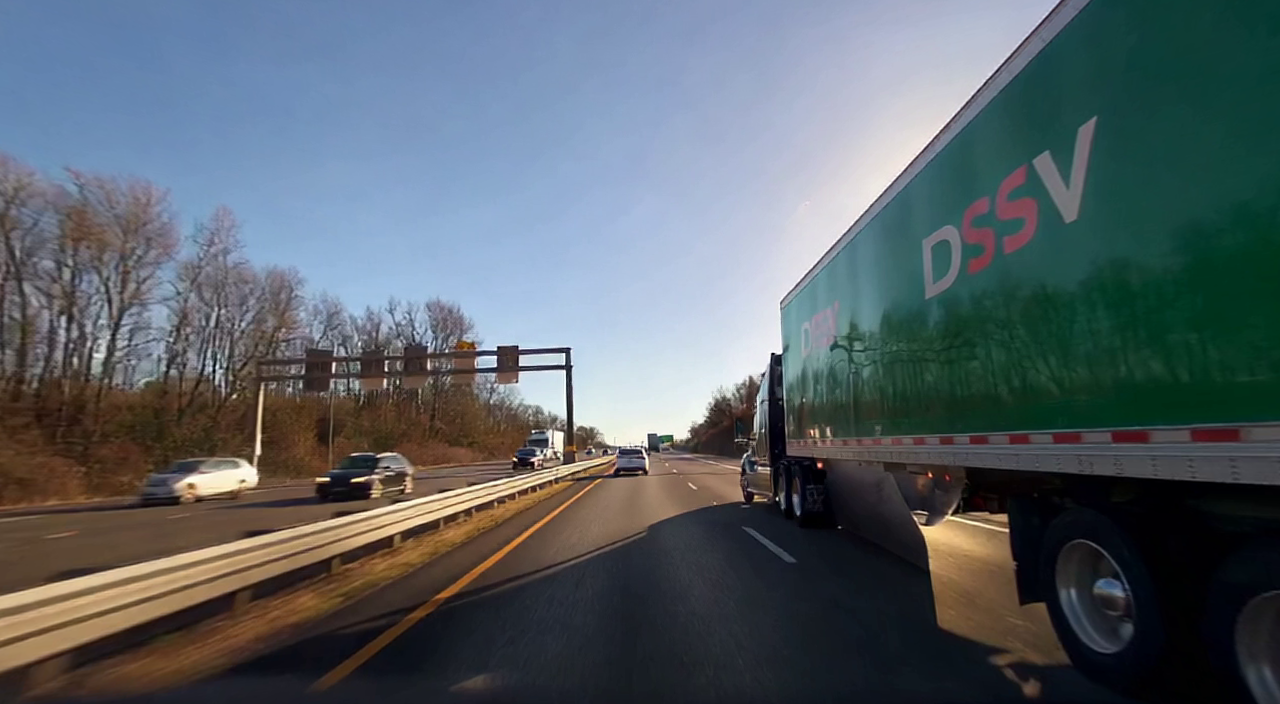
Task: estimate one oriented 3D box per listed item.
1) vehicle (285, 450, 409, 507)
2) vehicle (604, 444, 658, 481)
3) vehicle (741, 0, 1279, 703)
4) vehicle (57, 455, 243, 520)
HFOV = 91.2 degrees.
[{"bbox_3d":[-8.651,3.730,18.921,1.839,1.510,3.949,-1,-9,0],"label":"vehicle"},{"bbox_3d":[-0.382,4.941,28.267,2.244,1.506,4.097,-1,-9,0],"label":"vehicle"},{"bbox_3d":[4.462,0.714,10.088,3.317,4.020,14.141,-1,-9,0],"label":"vehicle"},{"bbox_3d":[-13.027,3.578,17.045,1.864,1.507,3.943,-1,-9,0],"label":"vehicle"}]
